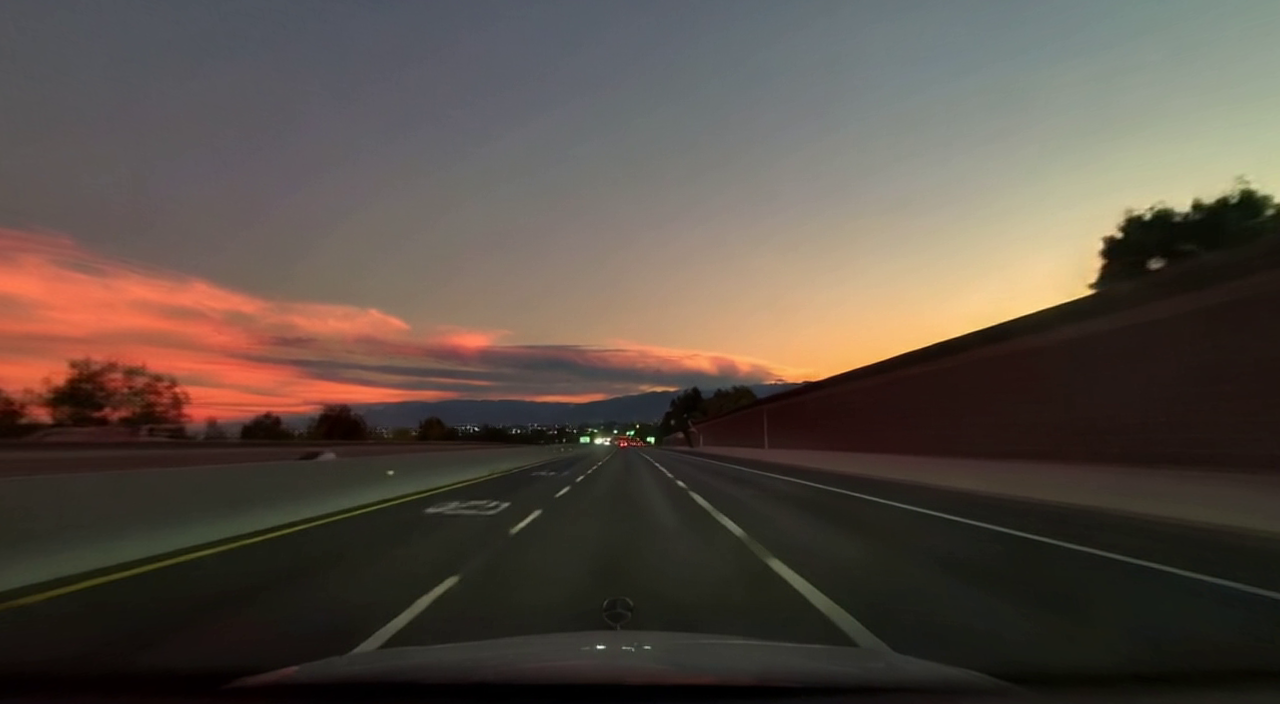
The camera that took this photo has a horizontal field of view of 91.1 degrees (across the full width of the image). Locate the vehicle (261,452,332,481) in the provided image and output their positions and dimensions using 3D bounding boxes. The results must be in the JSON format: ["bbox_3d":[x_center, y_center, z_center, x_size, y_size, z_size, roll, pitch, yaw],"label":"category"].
[{"bbox_3d":[-20.220,6.717,37.211,1.889,1.507,3.951,0,-8,1],"label":"vehicle"}]
